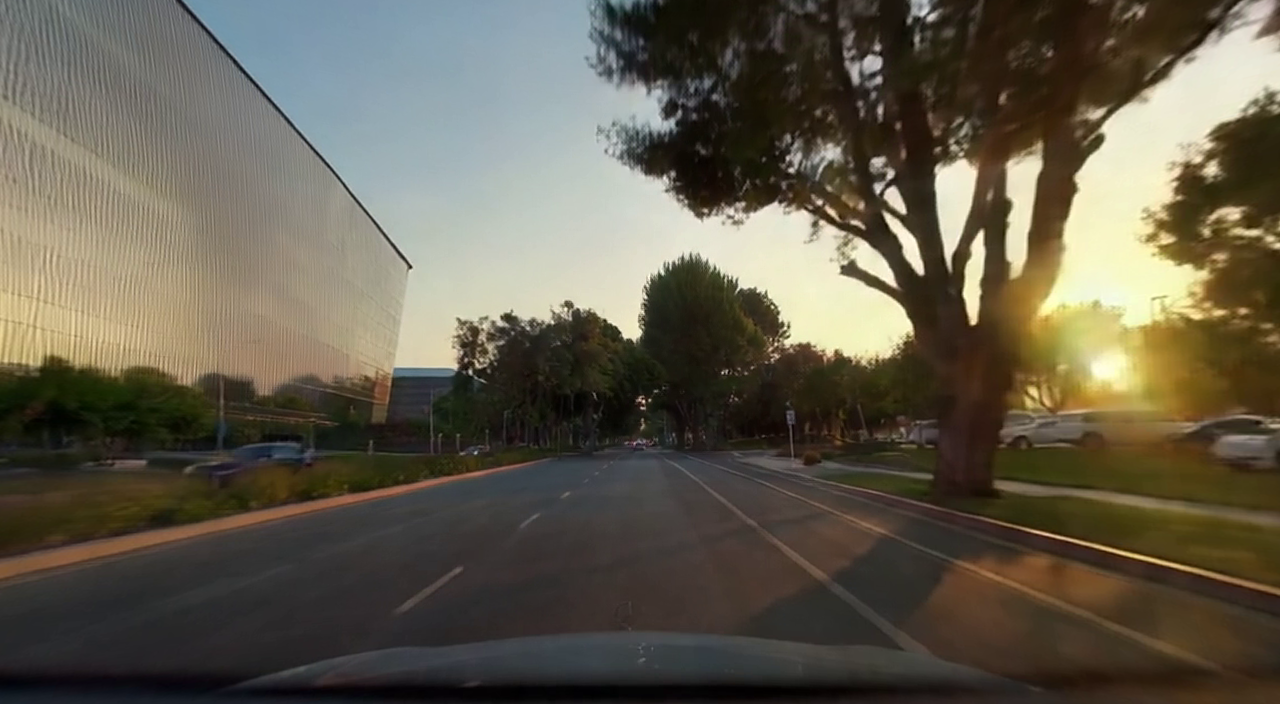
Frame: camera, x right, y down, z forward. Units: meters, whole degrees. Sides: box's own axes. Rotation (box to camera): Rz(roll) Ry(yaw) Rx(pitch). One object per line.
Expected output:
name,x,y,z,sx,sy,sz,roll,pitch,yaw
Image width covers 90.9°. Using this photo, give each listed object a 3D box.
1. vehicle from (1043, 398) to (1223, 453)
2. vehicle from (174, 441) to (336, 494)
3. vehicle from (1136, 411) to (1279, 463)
vehicle,15.358,2.320,19.825,3.935,1.487,2.018,-2,-7,0
vehicle,-12.182,3.655,20.458,2.128,1.514,4.784,-1,-8,2
vehicle,16.311,2.361,17.548,3.348,1.356,1.991,0,-8,-5
